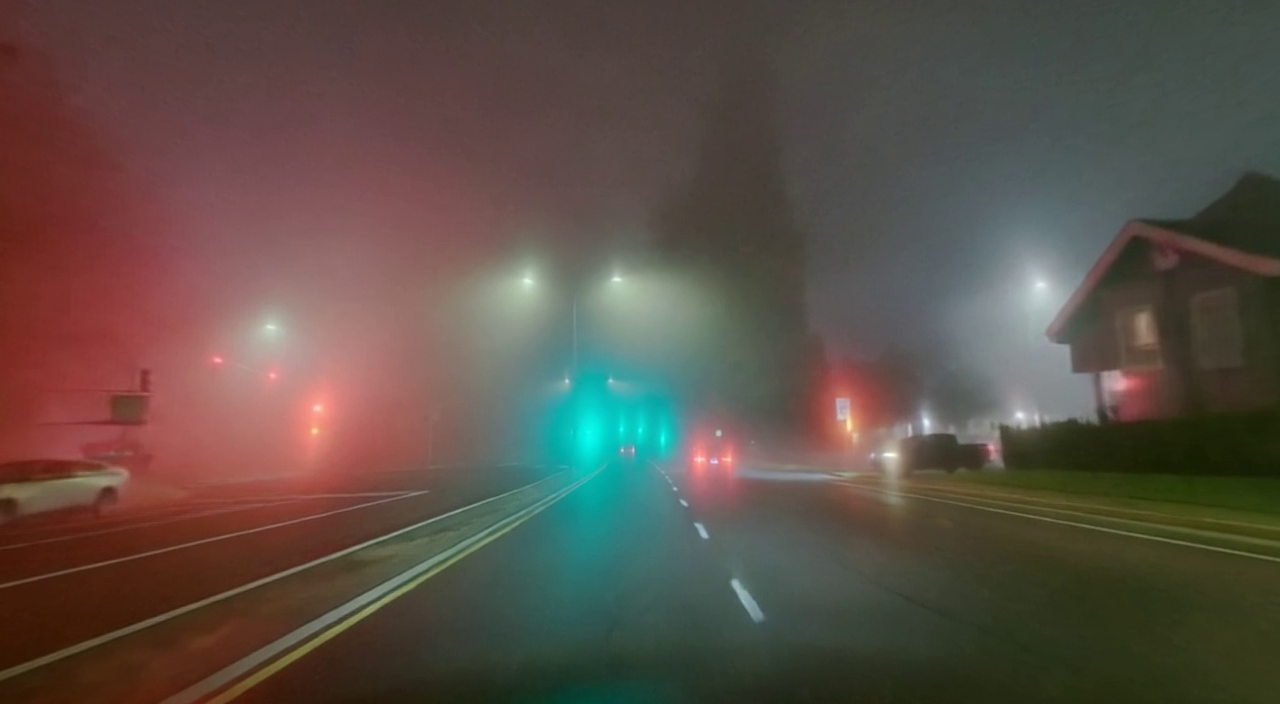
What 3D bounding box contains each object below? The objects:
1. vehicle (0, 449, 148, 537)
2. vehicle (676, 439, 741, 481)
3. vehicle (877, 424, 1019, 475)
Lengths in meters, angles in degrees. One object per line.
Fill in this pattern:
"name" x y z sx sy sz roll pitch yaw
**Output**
"vehicle" -12.199 2.634 12.071 1.963 1.524 4.498 0 -8 -1
"vehicle" 2.601 4.216 24.860 1.960 1.479 4.086 0 -8 -2
"vehicle" 11.433 3.642 23.636 4.202 1.794 2.063 0 -8 0
